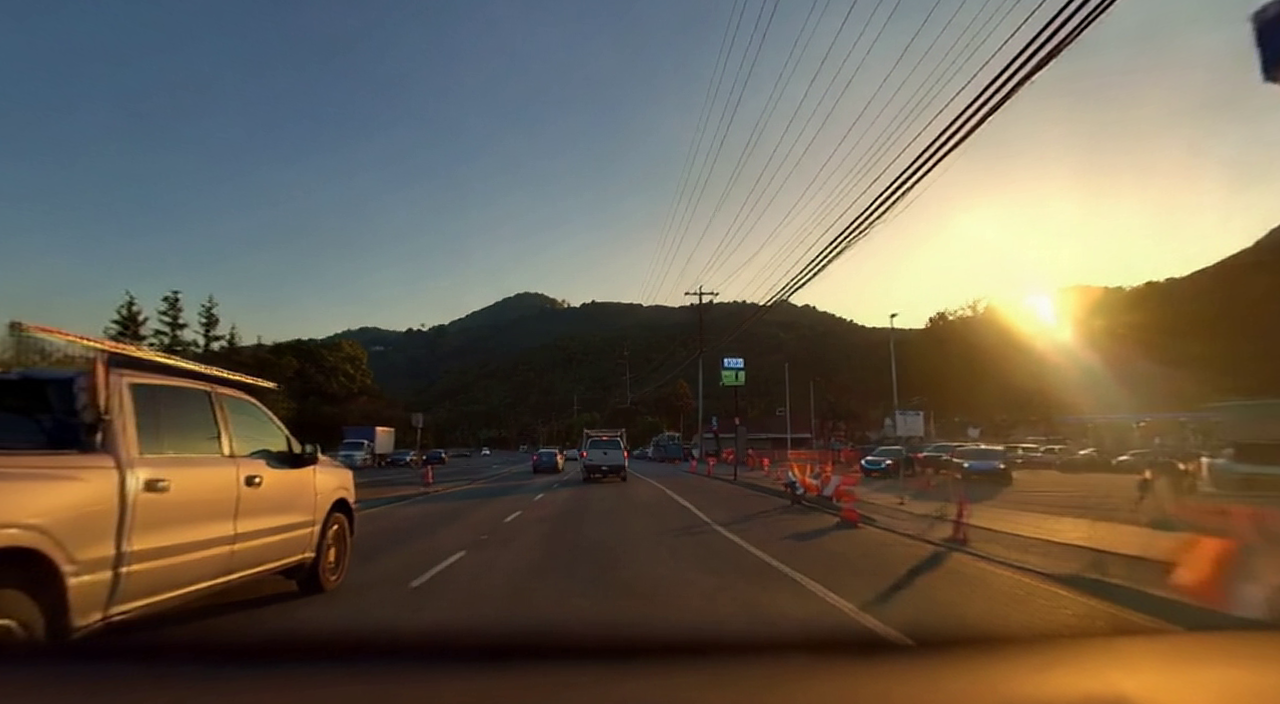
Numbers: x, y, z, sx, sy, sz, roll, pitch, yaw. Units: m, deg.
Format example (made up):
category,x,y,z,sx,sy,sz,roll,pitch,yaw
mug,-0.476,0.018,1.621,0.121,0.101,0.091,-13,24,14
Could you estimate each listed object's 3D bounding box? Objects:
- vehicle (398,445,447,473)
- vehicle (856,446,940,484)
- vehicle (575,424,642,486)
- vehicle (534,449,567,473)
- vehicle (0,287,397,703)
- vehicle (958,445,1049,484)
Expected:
category,x,y,z,sx,sy,sz,roll,pitch,yaw
vehicle,-15.514,7.667,45.417,2.094,1.872,5.085,1,-9,-5
vehicle,14.230,6.111,34.689,5.331,1.917,2.166,8,-12,-42
vehicle,-1.311,4.254,26.264,2.486,2.280,5.291,0,-9,-3
vehicle,-6.027,7.370,43.026,1.972,1.496,4.150,1,-9,-5
vehicle,-3.953,0.991,4.385,2.345,2.012,5.693,0,-9,-1
vehicle,19.010,5.813,32.938,5.424,1.844,2.255,7,-11,-40
